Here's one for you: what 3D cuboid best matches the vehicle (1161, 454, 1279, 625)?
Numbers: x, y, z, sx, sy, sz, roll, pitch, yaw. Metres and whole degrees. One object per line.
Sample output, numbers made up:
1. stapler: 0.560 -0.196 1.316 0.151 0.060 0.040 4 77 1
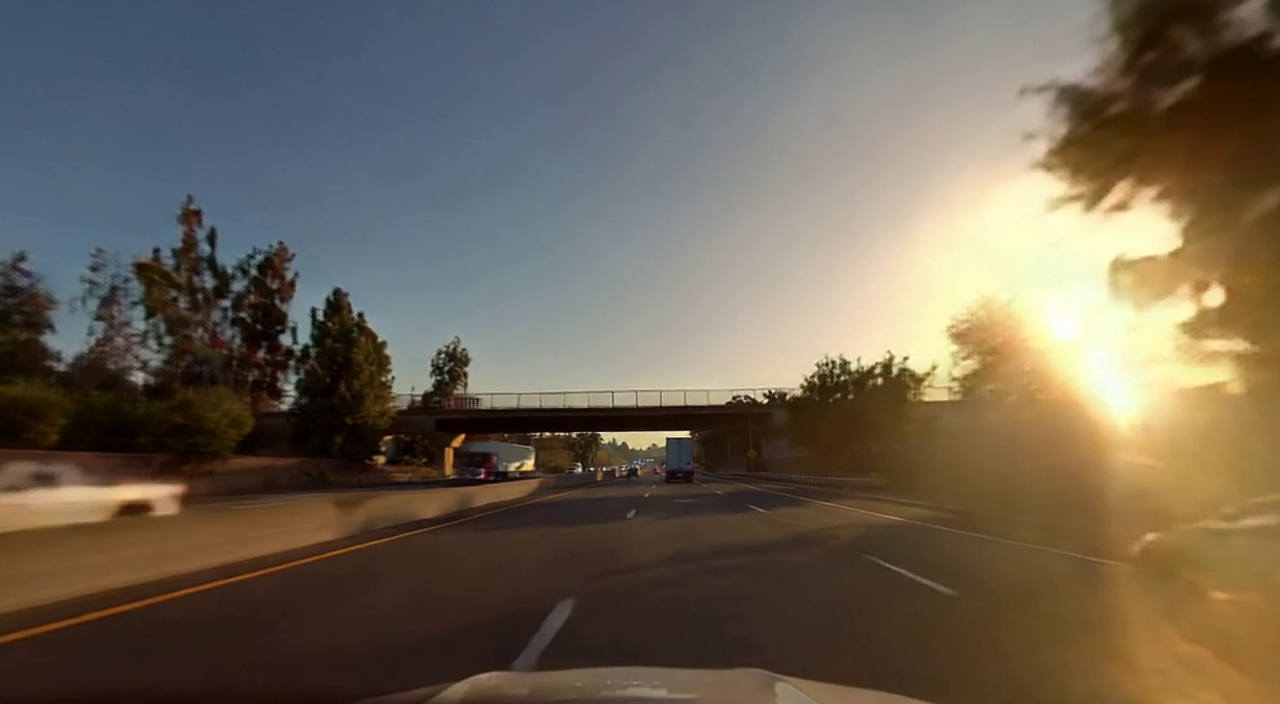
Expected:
1. vehicle: 6.627 1.482 4.590 1.949 1.468 4.145 1 -10 -3
